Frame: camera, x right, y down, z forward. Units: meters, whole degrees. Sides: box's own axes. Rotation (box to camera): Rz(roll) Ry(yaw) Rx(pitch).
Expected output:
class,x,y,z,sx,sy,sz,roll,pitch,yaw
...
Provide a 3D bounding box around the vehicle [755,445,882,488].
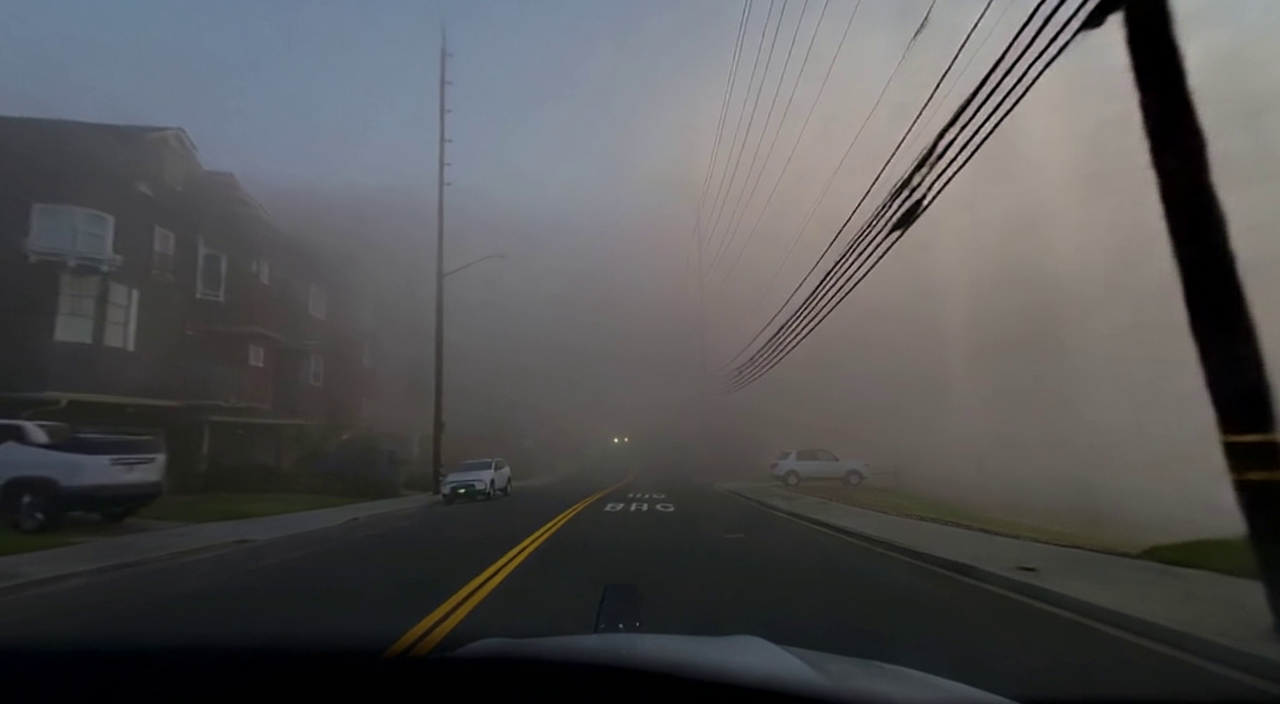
class,x,y,z,sx,sy,sz,roll,pitch,yaw
vehicle,8.604,5.547,30.751,5.512,1.846,2.115,-2,-8,2

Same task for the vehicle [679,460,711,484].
class,x,y,z,sx,sy,sz,roll,pitch,yaw
vehicle,3.707,8.195,43.116,2.063,1.503,4.415,0,-10,3

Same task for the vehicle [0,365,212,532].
class,x,y,z,sx,sy,sz,roll,pitch,yaw
vehicle,-12.486,2.110,12.799,5.503,2.906,2.584,-3,-14,0

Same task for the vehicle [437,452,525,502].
class,x,y,z,sx,sy,sz,roll,pitch,yaw
vehicle,-6.234,5.041,25.285,2.156,1.764,4.410,-2,-12,3
